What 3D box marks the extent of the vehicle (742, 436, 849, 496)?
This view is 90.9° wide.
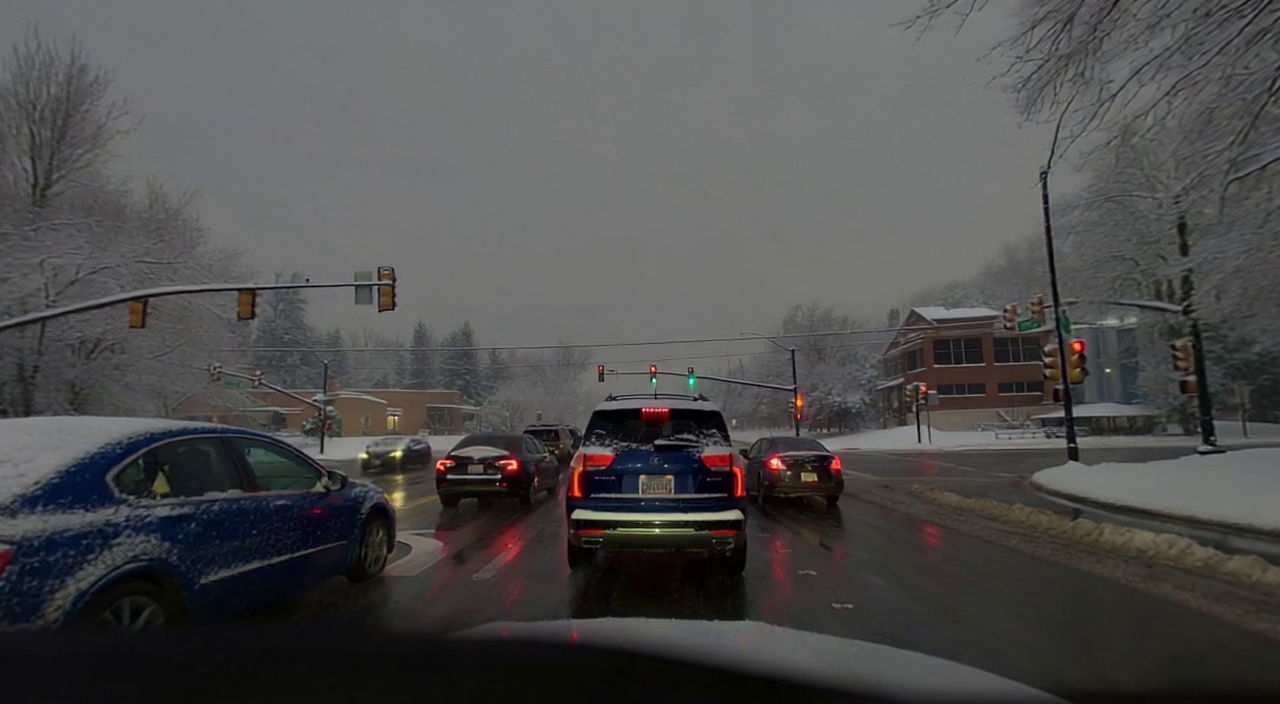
[{"bbox_3d":[4.100,3.062,17.350,1.979,1.453,4.011,0,-8,1],"label":"vehicle"}]

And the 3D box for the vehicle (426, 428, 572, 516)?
[{"bbox_3d":[-2.684,2.384,13.052,1.851,1.502,4.042,0,-8,4],"label":"vehicle"}]

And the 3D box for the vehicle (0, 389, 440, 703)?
[{"bbox_3d":[-3.213,1.203,4.441,1.958,1.494,4.624,0,-8,2],"label":"vehicle"}]

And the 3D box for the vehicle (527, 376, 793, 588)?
[{"bbox_3d":[0.225,1.436,7.724,2.300,1.832,4.331,0,-8,1],"label":"vehicle"}]
